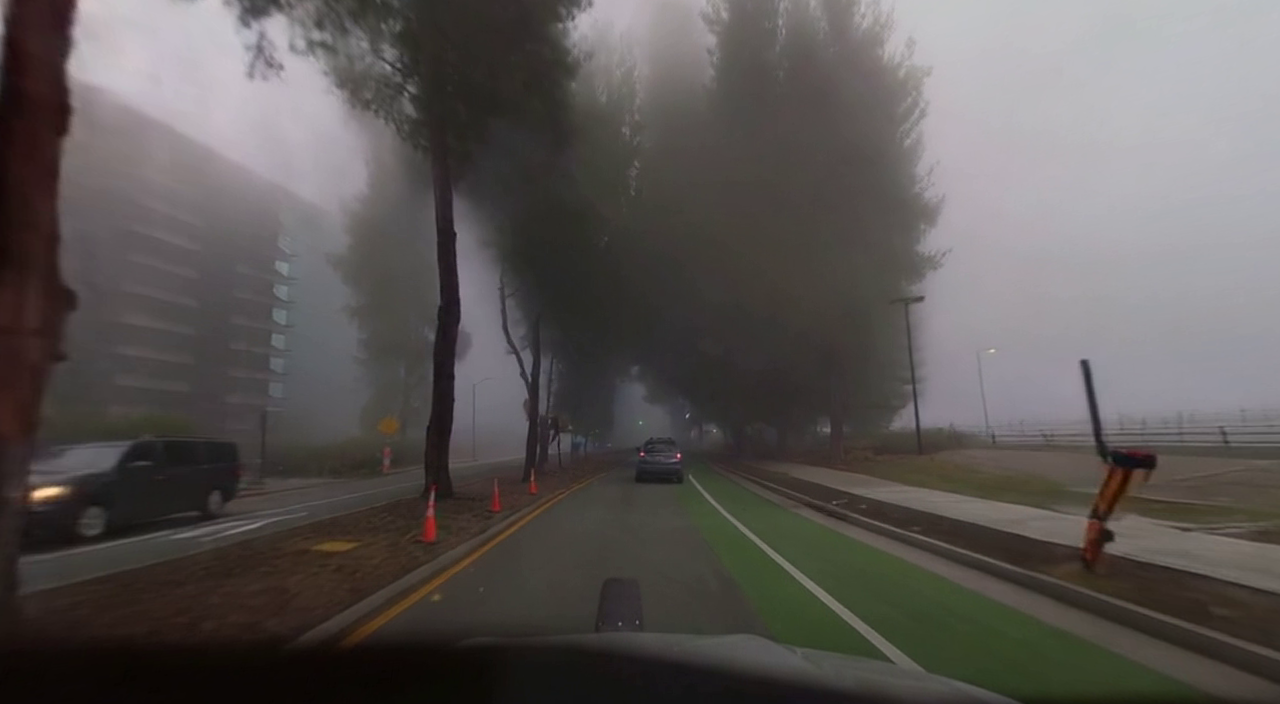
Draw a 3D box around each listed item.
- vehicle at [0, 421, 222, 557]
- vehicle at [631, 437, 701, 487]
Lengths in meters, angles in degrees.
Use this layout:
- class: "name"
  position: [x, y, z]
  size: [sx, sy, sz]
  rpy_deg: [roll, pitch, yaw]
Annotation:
- class: "vehicle"
  position: [-11.135, 2.481, 12.168]
  size: [2.349, 2.106, 5.464]
  rpy_deg: [0, -8, 0]
- class: "vehicle"
  position: [0.870, 3.667, 21.393]
  size: [2.114, 1.493, 4.430]
  rpy_deg: [0, -8, 2]
